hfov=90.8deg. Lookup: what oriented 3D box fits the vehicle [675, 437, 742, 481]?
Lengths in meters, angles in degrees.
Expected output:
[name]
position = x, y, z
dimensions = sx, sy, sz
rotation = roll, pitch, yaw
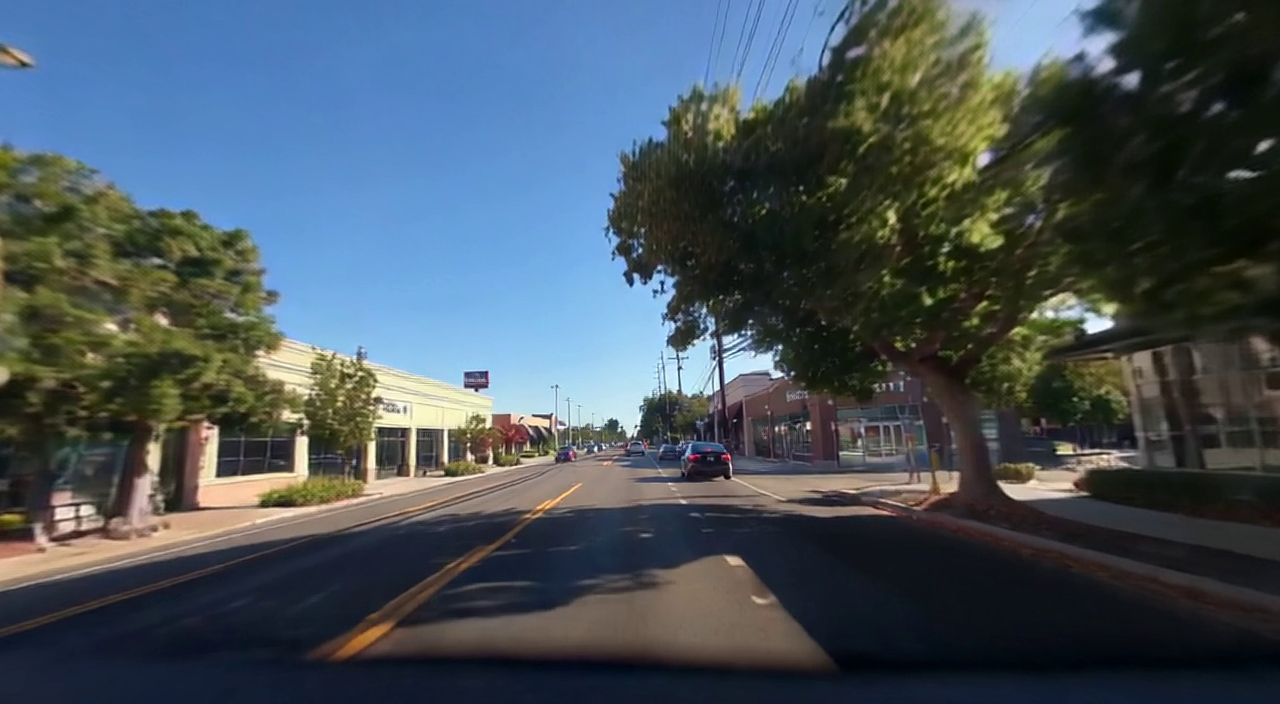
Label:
[vehicle]
position = 2.444, 3.929, 23.427
dimensions = 1.975, 1.497, 3.647
rotation = 0, -8, -1
